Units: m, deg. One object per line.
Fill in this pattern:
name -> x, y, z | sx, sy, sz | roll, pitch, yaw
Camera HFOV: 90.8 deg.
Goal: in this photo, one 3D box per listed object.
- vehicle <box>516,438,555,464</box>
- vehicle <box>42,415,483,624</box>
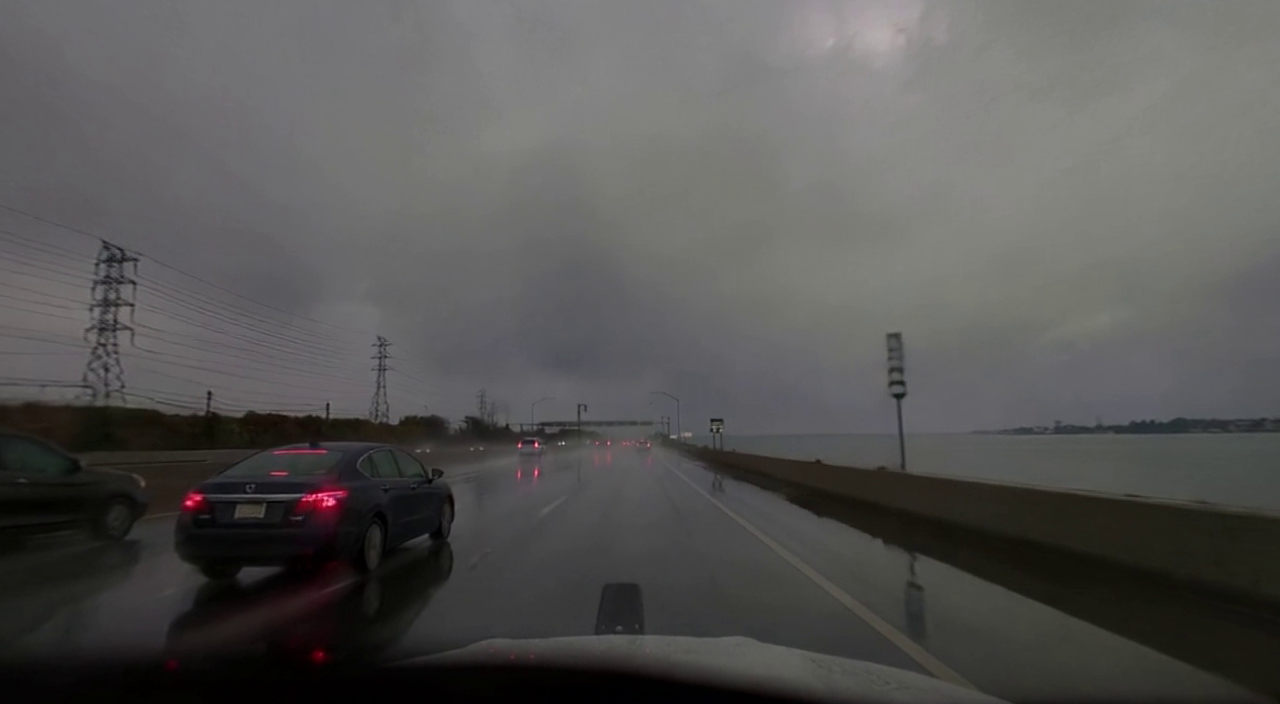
vehicle -> -7.405, 7.053, 45.155 | 2.050, 1.717, 4.418 | 0, -8, 0
vehicle -> -3.316, 1.549, 6.887 | 2.015, 1.501, 4.454 | 0, -8, 1
